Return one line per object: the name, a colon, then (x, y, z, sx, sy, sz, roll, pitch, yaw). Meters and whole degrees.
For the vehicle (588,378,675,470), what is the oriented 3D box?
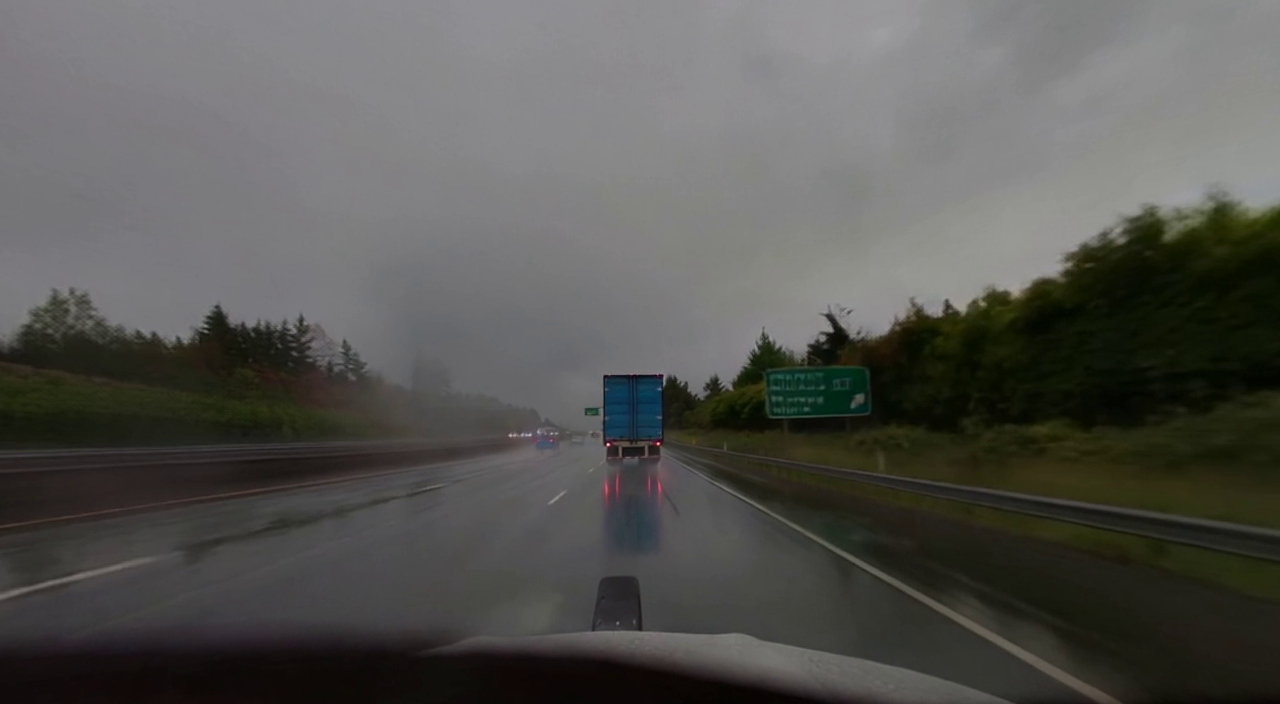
vehicle: (-0.430, 3.611, 30.651, 3.033, 3.223, 14.836, 4, -7, -1)

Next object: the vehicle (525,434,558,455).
vehicle: (-7.183, 6.788, 46.305, 1.856, 1.479, 3.710, 0, -8, 0)
